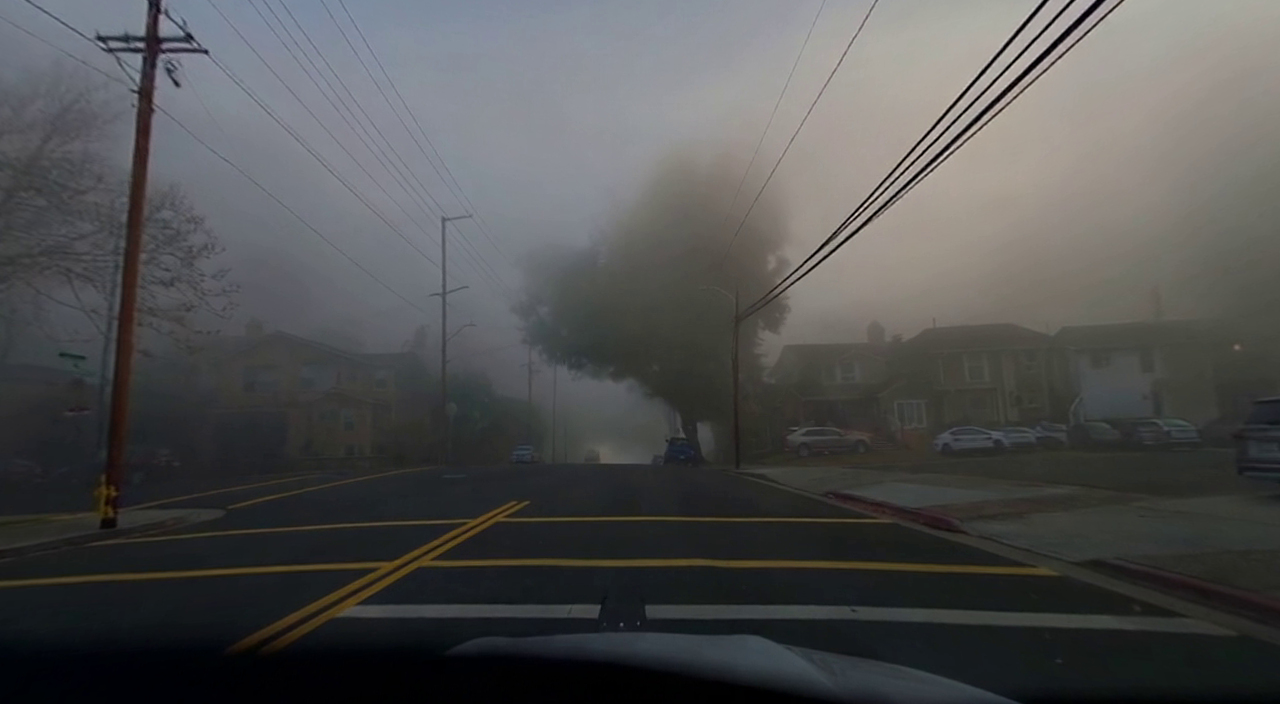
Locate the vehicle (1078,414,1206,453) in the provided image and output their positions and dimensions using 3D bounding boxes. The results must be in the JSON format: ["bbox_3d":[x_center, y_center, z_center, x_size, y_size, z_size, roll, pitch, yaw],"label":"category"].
[{"bbox_3d":[22.394,3.680,28.289,4.002,1.505,2.061,-1,-10,-5],"label":"vehicle"}]

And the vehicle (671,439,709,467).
[{"bbox_3d":[3.246,6.694,42.049,1.993,1.755,4.256,0,-8,-2],"label":"vehicle"}]

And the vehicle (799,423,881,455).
[{"bbox_3d":[11.222,4.900,35.411,4.509,1.664,1.981,5,-10,-35],"label":"vehicle"}]

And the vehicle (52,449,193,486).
[{"bbox_3d":[-22.254,4.970,27.315,4.424,1.486,1.814,0,-8,-2],"label":"vehicle"}]

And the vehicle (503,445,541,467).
[{"bbox_3d":[-8.540,7.533,46.098,2.066,1.472,4.353,0,-8,-1],"label":"vehicle"}]
